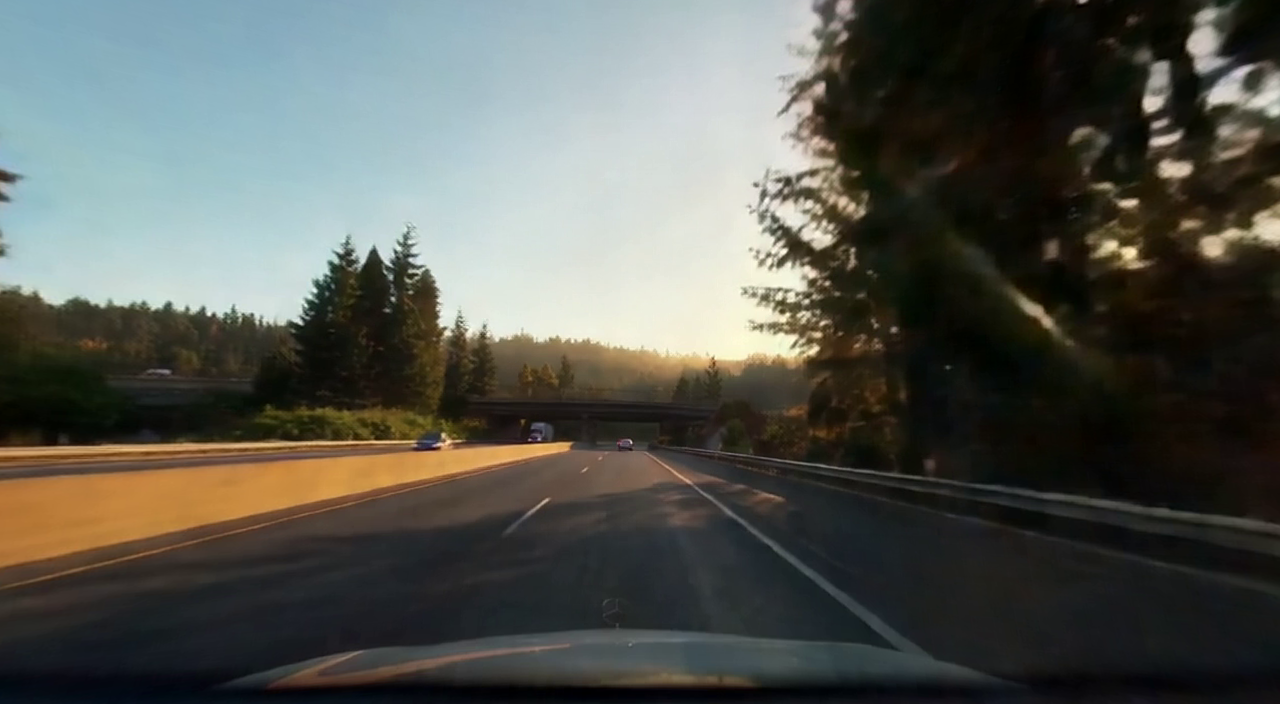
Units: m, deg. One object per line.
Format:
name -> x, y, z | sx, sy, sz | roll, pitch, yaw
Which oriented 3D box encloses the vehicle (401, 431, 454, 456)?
vehicle -> -13.683, 5.948, 40.863 | 1.919, 1.481, 4.525 | 0, -8, -1
